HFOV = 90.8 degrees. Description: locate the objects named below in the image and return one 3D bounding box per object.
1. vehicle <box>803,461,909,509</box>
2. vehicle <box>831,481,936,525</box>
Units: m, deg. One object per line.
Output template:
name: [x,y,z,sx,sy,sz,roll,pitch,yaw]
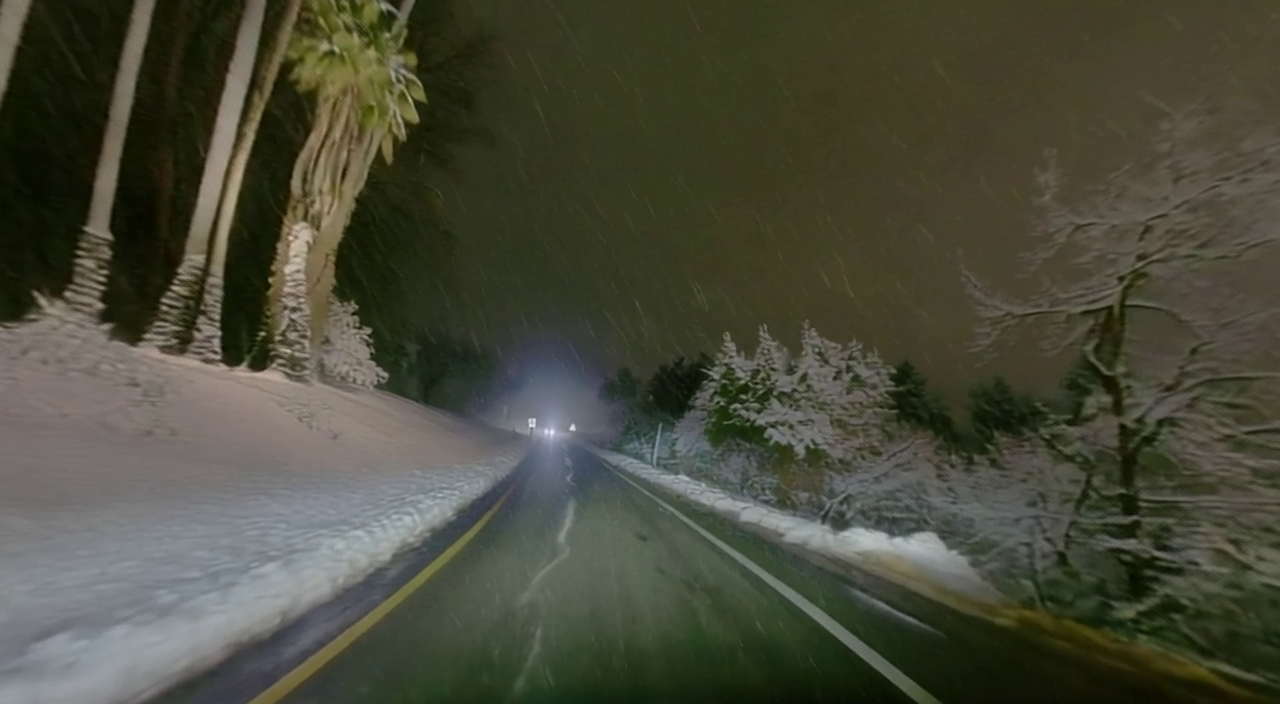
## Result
vehicle: [10.276,6.381,30.317,4.547,1.929,2.008,-5,-8,17]
vehicle: [10.522,6.536,27.532,3.934,1.414,1.895,4,-11,9]
